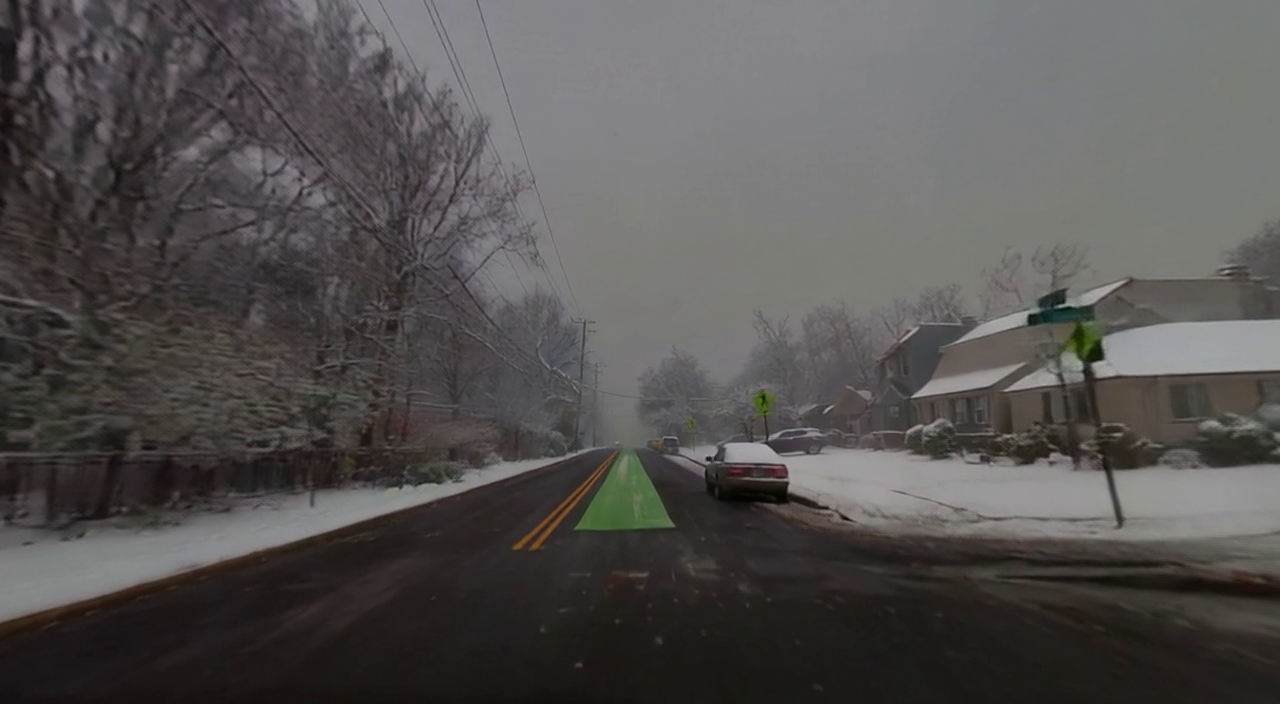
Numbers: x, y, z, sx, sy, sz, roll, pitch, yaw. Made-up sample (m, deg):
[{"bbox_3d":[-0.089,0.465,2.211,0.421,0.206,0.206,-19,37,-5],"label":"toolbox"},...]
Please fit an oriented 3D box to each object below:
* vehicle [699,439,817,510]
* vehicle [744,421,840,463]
[{"bbox_3d":[2.894,3.134,16.873,1.989,1.545,5.423,0,-8,-1],"label":"vehicle"},{"bbox_3d":[8.896,5.273,37.148,4.922,1.846,1.941,-5,-8,-6],"label":"vehicle"}]
